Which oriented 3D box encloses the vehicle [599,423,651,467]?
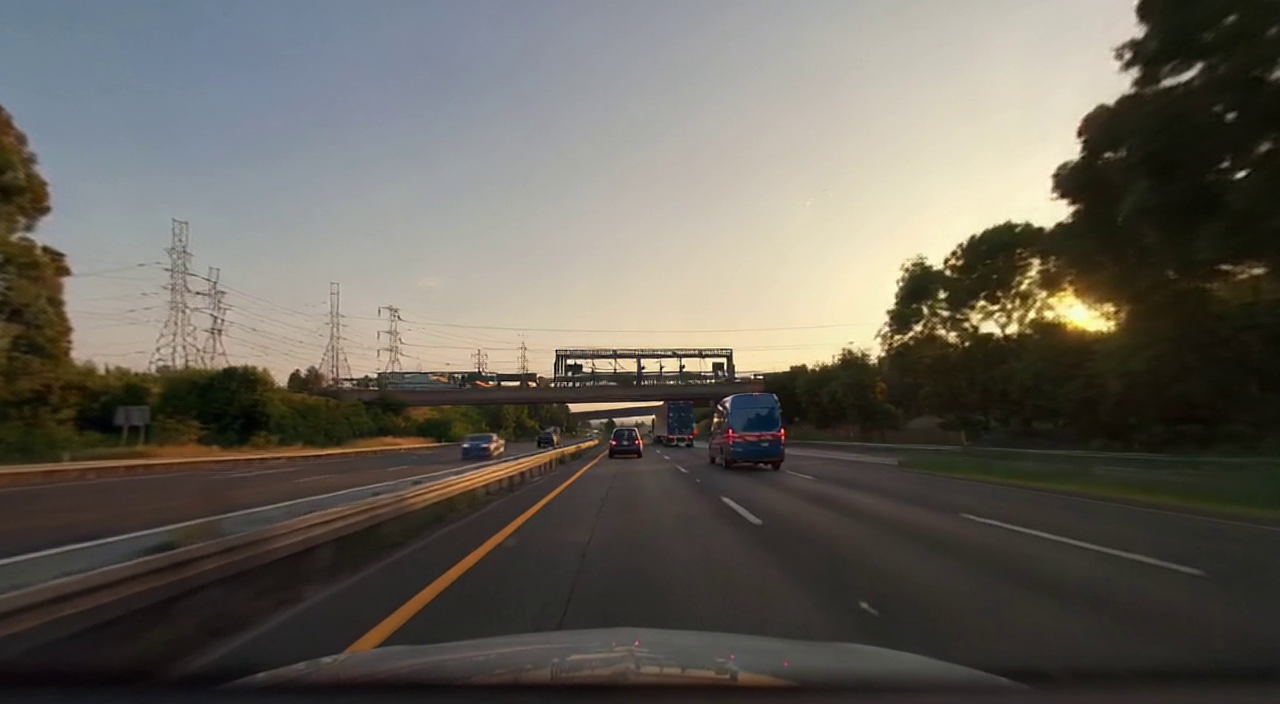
[{"bbox_3d":[-0.655,3.992,27.261,2.073,1.750,4.116,0,-8,-2],"label":"vehicle"}]

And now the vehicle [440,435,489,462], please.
[{"bbox_3d":[-10.126,5.580,36.582,1.781,1.476,3.714,0,-8,-1],"label":"vehicle"}]

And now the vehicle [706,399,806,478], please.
[{"bbox_3d":[3.998,3.131,22.956,2.387,2.506,5.374,0,-8,-2],"label":"vehicle"}]
